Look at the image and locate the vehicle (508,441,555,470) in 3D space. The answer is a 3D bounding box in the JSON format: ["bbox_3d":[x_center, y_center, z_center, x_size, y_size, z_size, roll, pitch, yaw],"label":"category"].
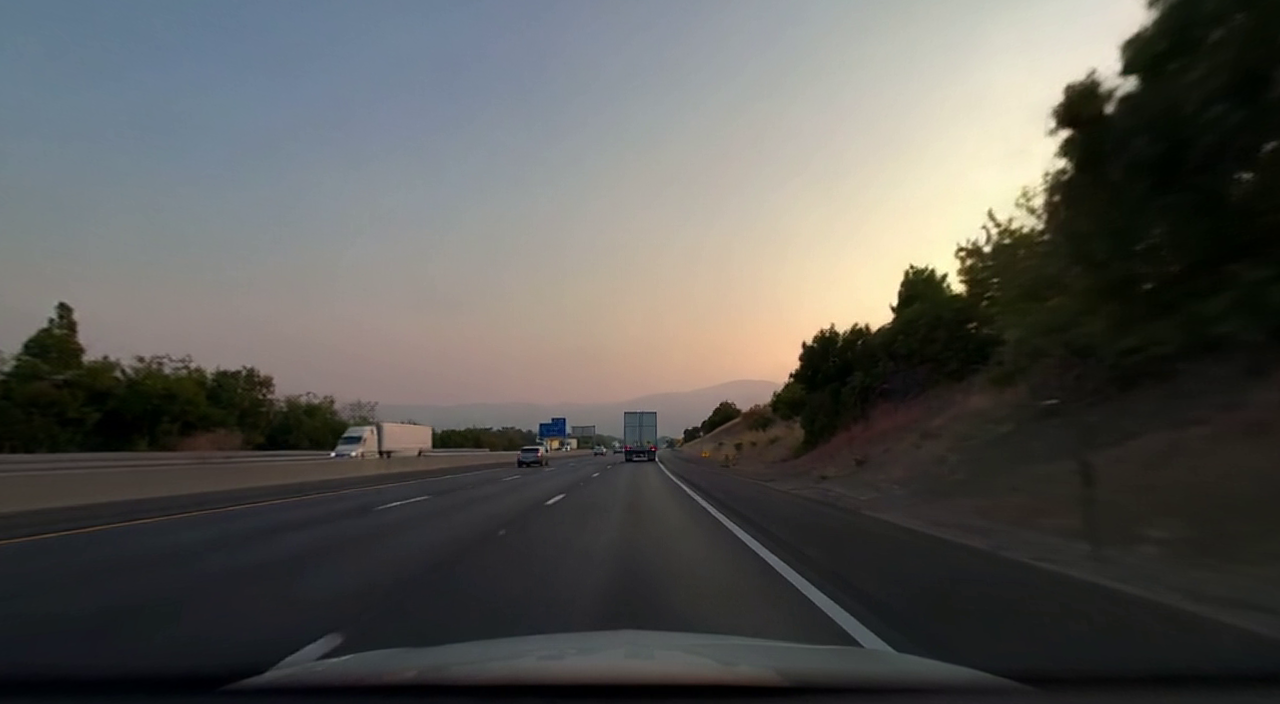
[{"bbox_3d":[-6.736,6.506,39.704,2.067,1.676,4.789,0,-9,1],"label":"vehicle"}]
